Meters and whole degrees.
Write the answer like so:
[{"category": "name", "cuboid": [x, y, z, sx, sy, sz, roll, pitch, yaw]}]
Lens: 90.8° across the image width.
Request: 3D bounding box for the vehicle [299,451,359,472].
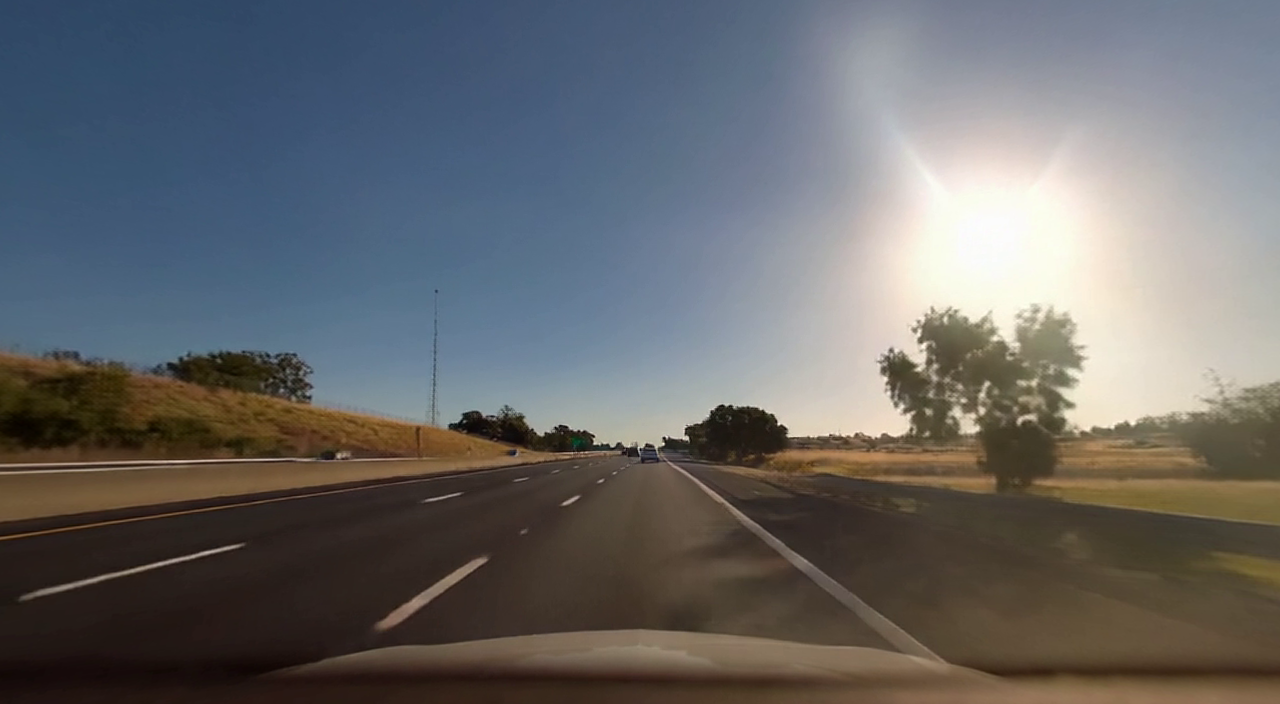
[{"category": "vehicle", "cuboid": [-23.660, 8.334, 48.221, 2.148, 1.493, 4.415, 0, -9, 2]}]
